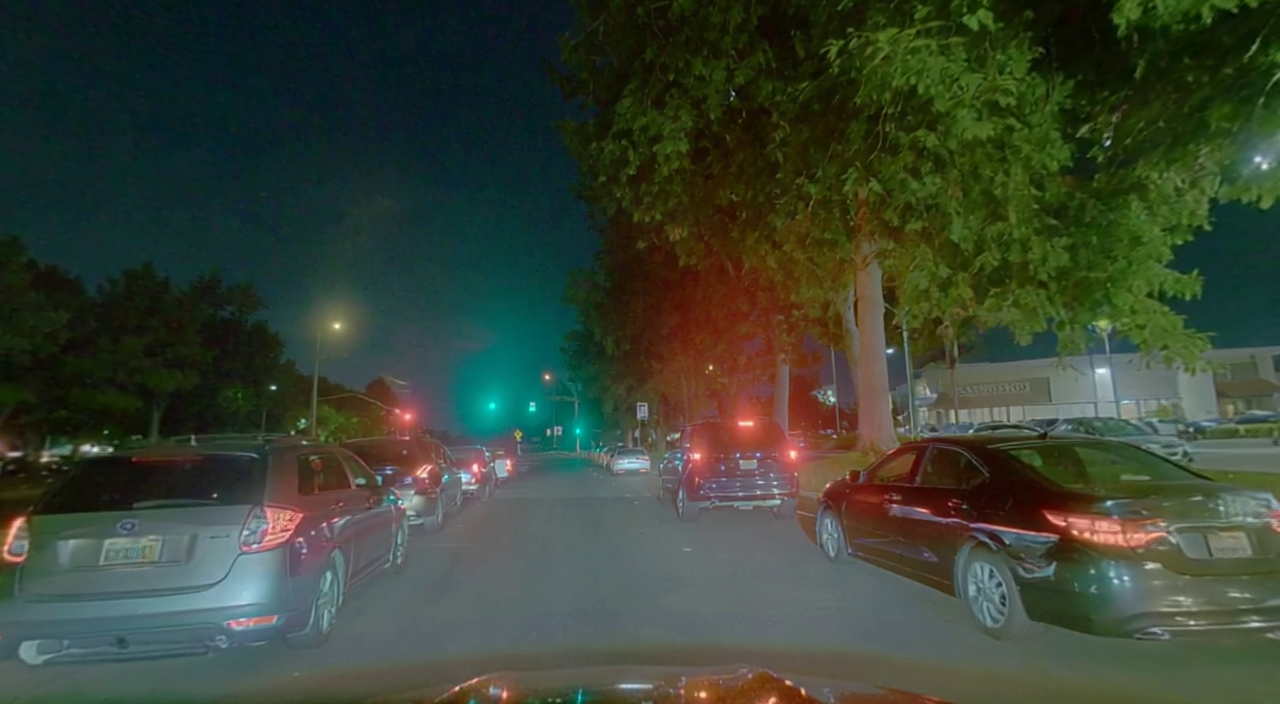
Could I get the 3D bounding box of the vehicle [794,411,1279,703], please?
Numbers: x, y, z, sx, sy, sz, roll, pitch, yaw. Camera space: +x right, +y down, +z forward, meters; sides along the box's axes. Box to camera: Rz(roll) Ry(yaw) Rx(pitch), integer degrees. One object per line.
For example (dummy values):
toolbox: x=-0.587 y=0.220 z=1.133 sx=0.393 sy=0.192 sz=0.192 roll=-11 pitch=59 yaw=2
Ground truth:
vehicle: x=3.154 y=1.401 z=5.554 sx=1.904 sy=1.494 sz=4.864 roll=1 pitch=-8 yaw=-6

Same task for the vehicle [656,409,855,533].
vehicle: x=1.905 y=2.278 z=12.818 sx=2.324 sy=1.907 sz=5.634 roll=1 pitch=-8 yaw=-7

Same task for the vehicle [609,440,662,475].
vehicle: x=-0.302 y=4.821 z=29.179 sx=1.910 sy=1.493 sz=4.490 roll=1 pitch=-8 yaw=-7

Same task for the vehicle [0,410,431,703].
vehicle: x=-2.885 y=1.341 z=5.076 sx=1.968 sy=1.497 sz=4.286 roll=2 pitch=-9 yaw=-15

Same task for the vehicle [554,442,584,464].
vehicle: x=-5.251 y=7.406 z=46.451 sx=2.095 sy=1.473 sz=4.301 roll=1 pitch=-8 yaw=-7

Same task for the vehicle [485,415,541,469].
vehicle: x=-8.294 y=6.013 z=42.208 sx=2.820 sy=3.263 sz=7.986 roll=1 pitch=-8 yaw=-6
